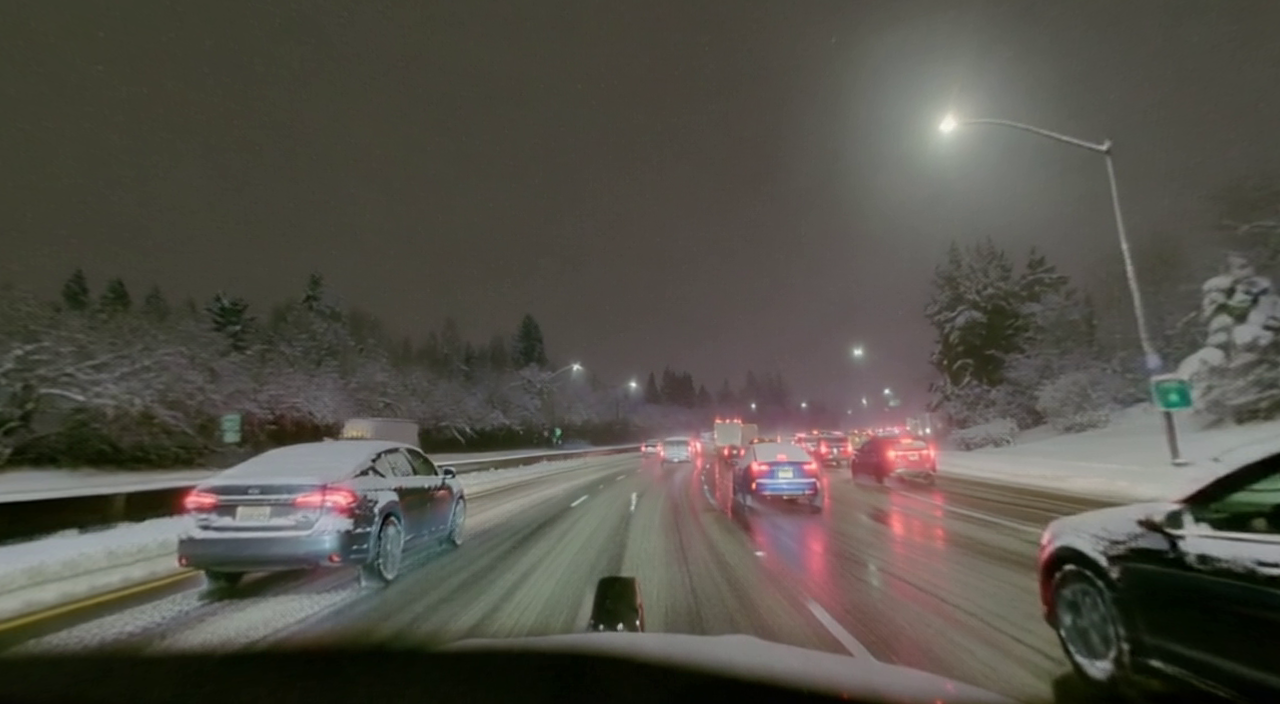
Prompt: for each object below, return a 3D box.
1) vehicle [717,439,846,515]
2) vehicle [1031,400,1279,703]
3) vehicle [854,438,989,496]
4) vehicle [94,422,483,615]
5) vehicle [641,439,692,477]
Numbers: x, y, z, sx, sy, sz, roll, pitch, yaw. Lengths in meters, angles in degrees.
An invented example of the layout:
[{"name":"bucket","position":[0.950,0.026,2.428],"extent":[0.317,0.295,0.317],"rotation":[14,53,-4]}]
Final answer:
[{"name":"vehicle","position":[3.100,2.852,14.852],"extent":[2.009,1.489,4.559],"rotation":[0,-9,0]},{"name":"vehicle","position":[3.334,0.778,1.331],"extent":[2.014,1.489,4.696],"rotation":[0,-9,0]},{"name":"vehicle","position":[8.236,3.407,18.996],"extent":[2.014,1.506,4.626],"rotation":[0,-9,2]},{"name":"vehicle","position":[-3.454,1.714,7.461],"extent":[1.937,1.558,4.469],"rotation":[0,-9,1]},{"name":"vehicle","position":[1.224,4.862,29.012],"extent":[2.201,1.614,3.803],"rotation":[0,-9,3]}]
